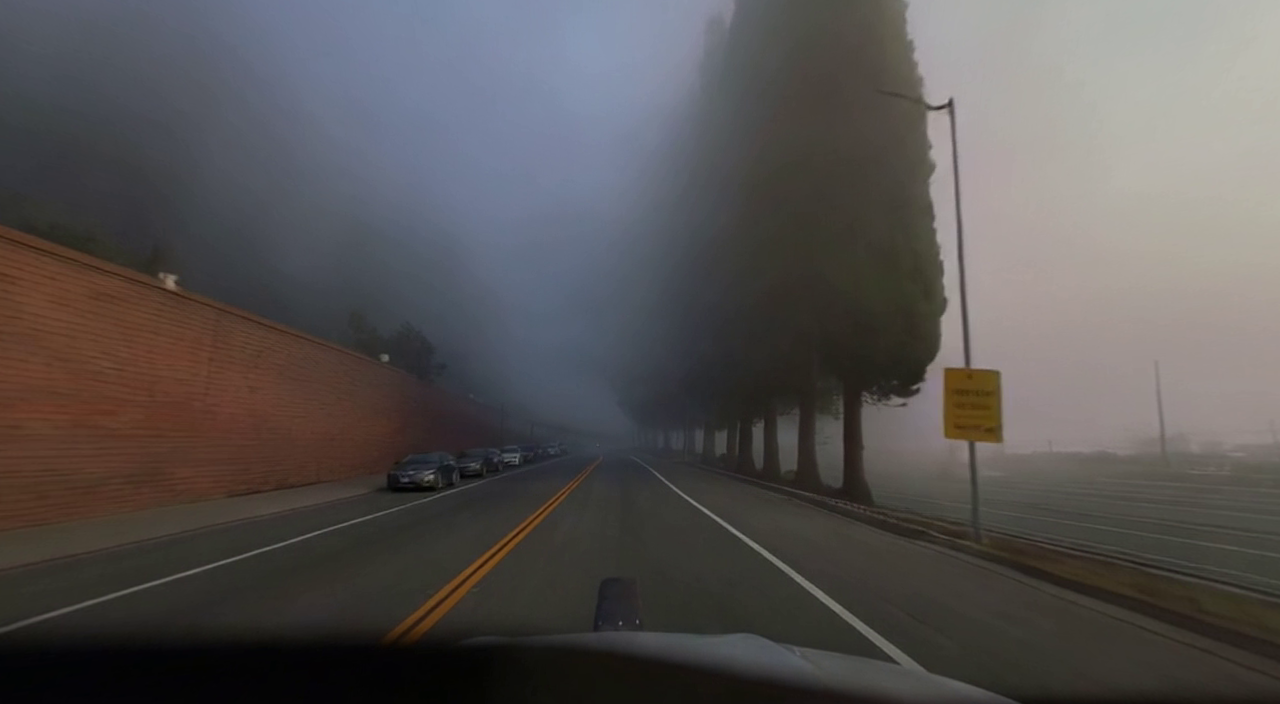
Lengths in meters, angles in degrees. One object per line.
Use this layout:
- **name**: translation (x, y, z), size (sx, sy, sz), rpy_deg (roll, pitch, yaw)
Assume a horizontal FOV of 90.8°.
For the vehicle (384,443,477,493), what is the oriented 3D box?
- **vehicle**: translation (-7.342, 4.081, 22.679), size (1.899, 1.485, 4.593), rpy_deg (2, -8, -2)
